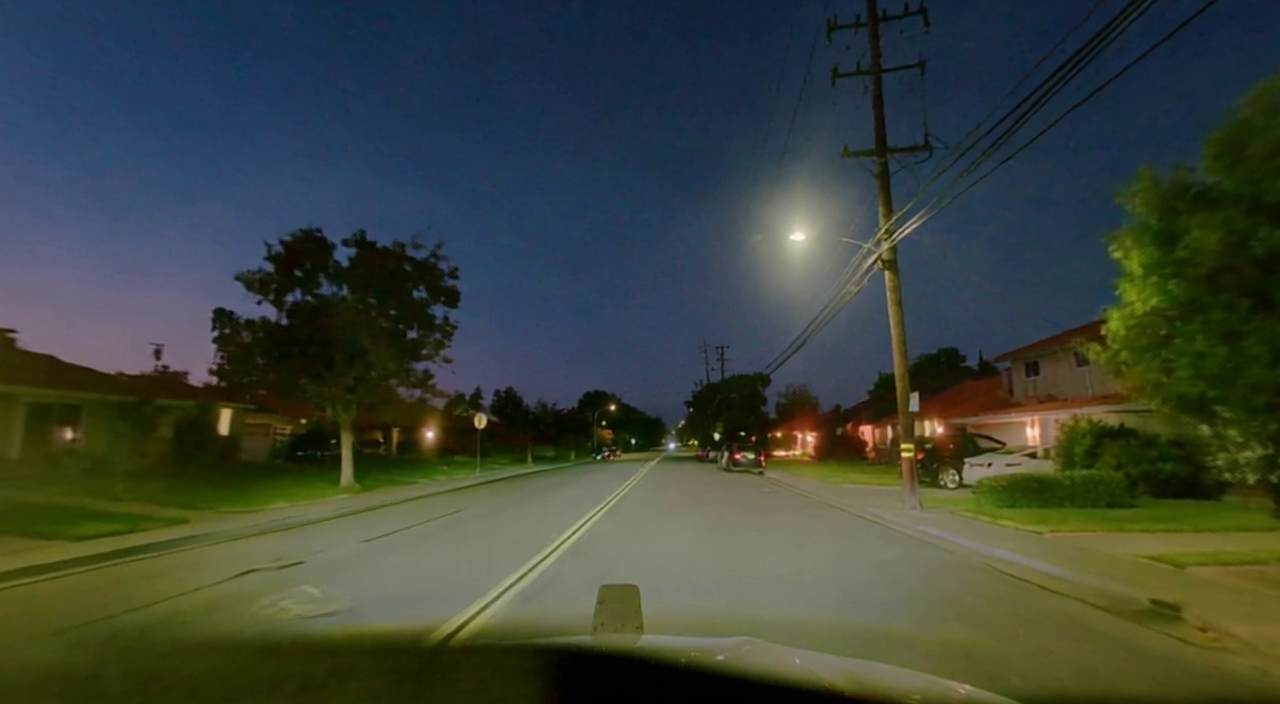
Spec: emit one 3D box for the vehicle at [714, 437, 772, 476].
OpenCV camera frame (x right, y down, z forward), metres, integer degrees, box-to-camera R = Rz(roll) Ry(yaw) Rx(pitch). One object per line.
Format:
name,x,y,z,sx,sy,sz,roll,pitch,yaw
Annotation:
vehicle,5.266,5.427,33.071,2.114,1.858,5.144,0,-8,-1

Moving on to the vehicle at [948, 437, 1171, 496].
vehicle,11.296,3.109,17.336,4.625,1.501,2.011,-1,-8,3

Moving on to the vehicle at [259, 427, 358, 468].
vehicle,-16.253,4.748,31.387,2.034,1.829,5.161,0,-9,1

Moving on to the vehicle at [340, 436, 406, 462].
vehicle,-19.207,7.057,45.719,2.139,1.746,5.099,-1,-9,5
